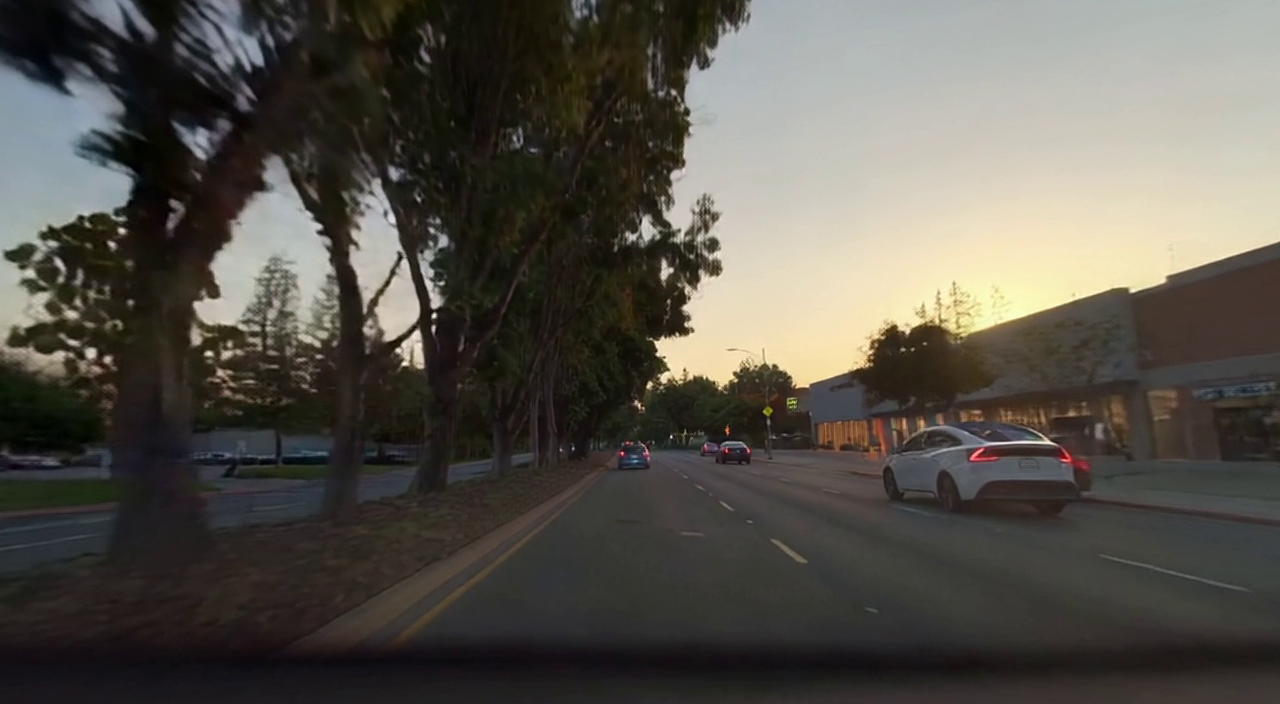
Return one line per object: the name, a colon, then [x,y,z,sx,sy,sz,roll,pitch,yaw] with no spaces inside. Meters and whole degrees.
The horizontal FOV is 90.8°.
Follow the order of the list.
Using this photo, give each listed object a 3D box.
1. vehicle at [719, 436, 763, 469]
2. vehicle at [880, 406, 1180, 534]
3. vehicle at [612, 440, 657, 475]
vehicle: [6.030,6.089,38.389,1.955,1.845,4.538,0,-8,1]
vehicle: [7.037,2.220,12.527,2.240,1.923,5.678,0,-8,-1]
vehicle: [-0.270,5.061,30.507,2.037,1.568,3.693,0,-8,0]
